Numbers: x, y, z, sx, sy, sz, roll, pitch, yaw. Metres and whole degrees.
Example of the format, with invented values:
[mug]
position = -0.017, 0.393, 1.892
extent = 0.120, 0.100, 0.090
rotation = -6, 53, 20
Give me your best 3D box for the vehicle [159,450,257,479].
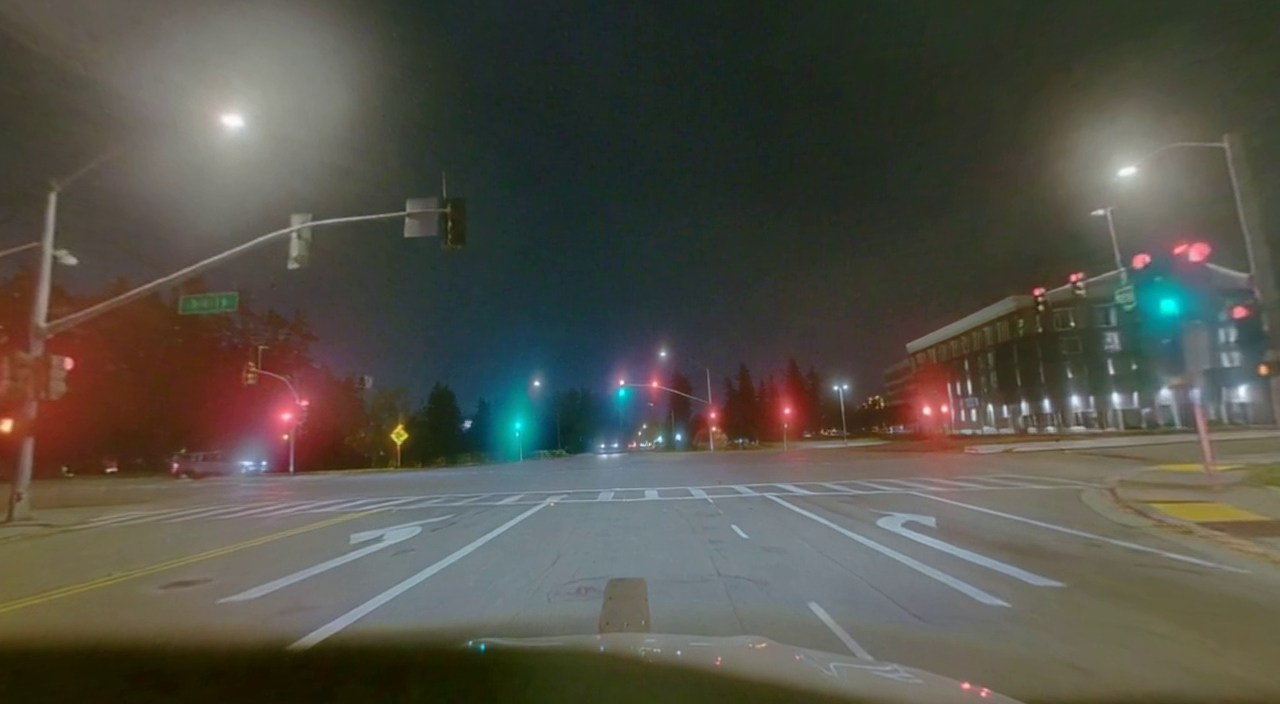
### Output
[vehicle]
position = -25.110, 6.521, 36.745
extent = 4.332, 1.573, 1.900
rotation = 0, -8, 3
